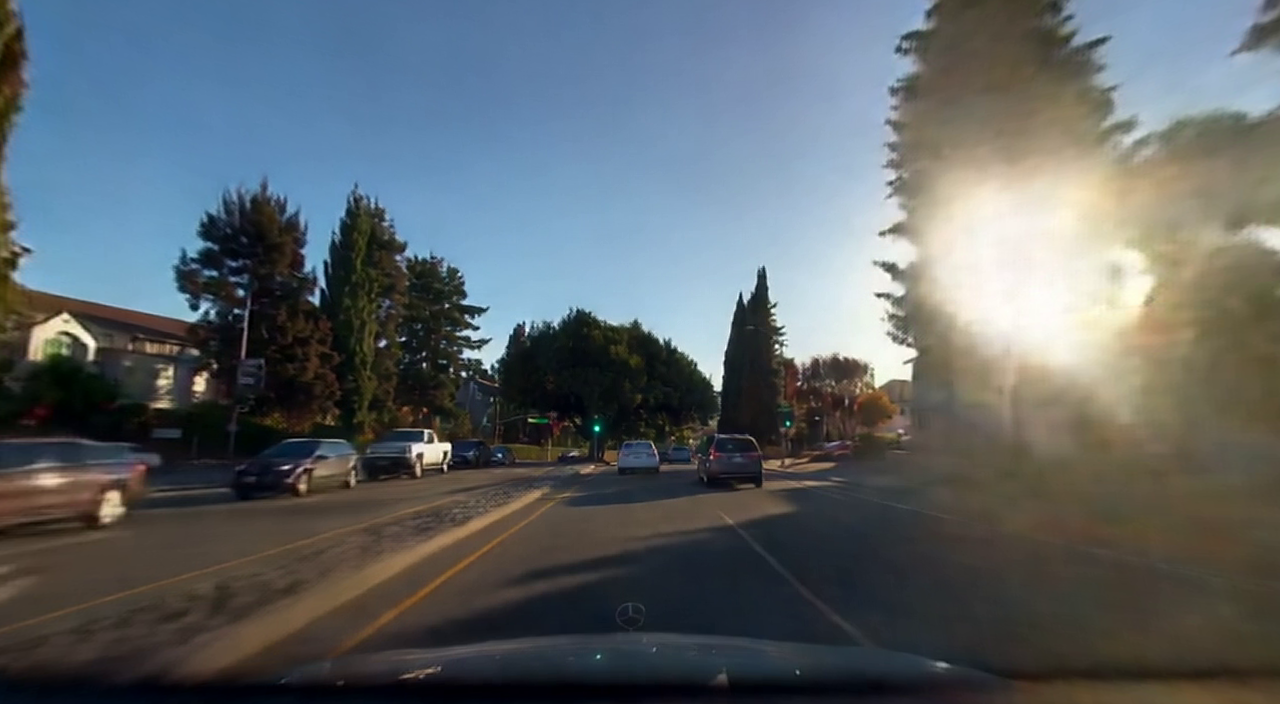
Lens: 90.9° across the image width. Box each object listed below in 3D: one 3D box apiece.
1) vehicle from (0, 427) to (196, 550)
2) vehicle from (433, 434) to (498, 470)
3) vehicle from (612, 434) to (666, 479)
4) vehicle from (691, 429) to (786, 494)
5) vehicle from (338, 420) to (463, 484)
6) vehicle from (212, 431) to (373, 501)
[{"bbox_3d":[-9.022,1.828,8.688,2.140,1.510,5.005,0,-8,0],"label":"vehicle"},{"bbox_3d":[-9.091,5.270,33.353,1.893,1.735,5.318,0,-8,0],"label":"vehicle"},{"bbox_3d":[-0.069,4.606,28.001,2.185,1.822,4.391,0,-8,-1],"label":"vehicle"},{"bbox_3d":[2.934,3.379,19.792,2.166,1.799,4.372,0,-8,-1],"label":"vehicle"},{"bbox_3d":[-9.055,3.883,24.784,2.037,2.113,7.185,0,-8,1],"label":"vehicle"},{"bbox_3d":[-9.288,3.054,17.359,1.988,1.663,4.316,0,-8,-1],"label":"vehicle"}]
